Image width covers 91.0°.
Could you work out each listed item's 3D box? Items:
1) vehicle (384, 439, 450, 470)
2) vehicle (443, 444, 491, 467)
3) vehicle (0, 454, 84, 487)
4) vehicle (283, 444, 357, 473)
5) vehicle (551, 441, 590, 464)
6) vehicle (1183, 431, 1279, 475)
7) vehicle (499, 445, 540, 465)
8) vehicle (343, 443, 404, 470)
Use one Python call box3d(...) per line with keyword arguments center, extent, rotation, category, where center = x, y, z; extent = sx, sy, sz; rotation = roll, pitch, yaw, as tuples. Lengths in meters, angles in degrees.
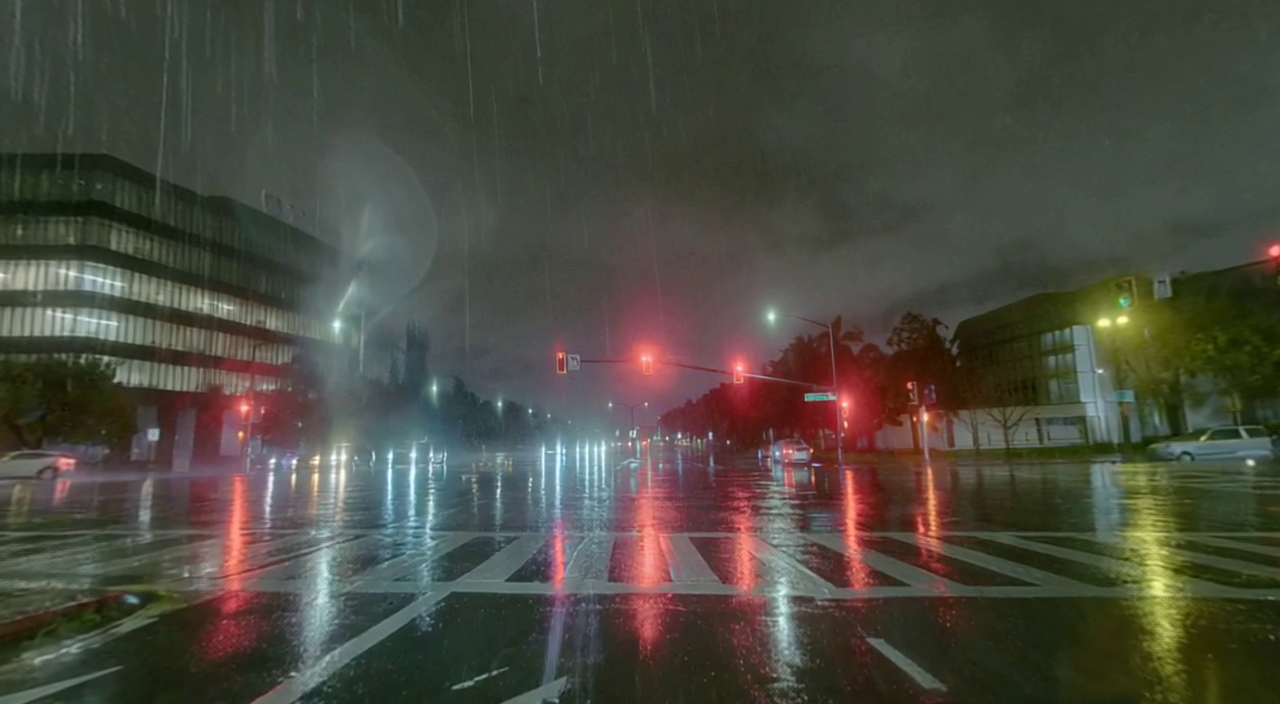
box3d(center=(-15.142, 6.986, 43.161), extent=(2.340, 1.946, 5.450), rotation=(0, -9, 2), category="vehicle")
box3d(center=(-11.641, 6.998, 42.724), extent=(1.911, 1.476, 4.297), rotation=(-1, -9, 2), category="vehicle")
box3d(center=(-29.617, 5.589, 29.754), extent=(4.512, 1.436, 1.899), rotation=(4, -10, -27), category="vehicle")
box3d(center=(-21.698, 7.217, 42.968), extent=(2.032, 1.839, 4.884), rotation=(-1, -9, 7), category="vehicle")
box3d(center=(-4.534, 6.645, 41.669), extent=(1.954, 1.431, 4.050), rotation=(-1, -9, 2), category="vehicle")
box3d(center=(22.316, 3.551, 22.251), extent=(4.474, 1.477, 1.908), rotation=(0, -9, -3), category="vehicle")
box3d(center=(-8.095, 6.946, 42.620), extent=(1.910, 1.321, 3.692), rotation=(0, -9, 2), category="vehicle")
box3d(center=(-18.543, 7.276, 43.992), extent=(2.237, 1.801, 4.541), rotation=(0, -9, 1), category="vehicle")
